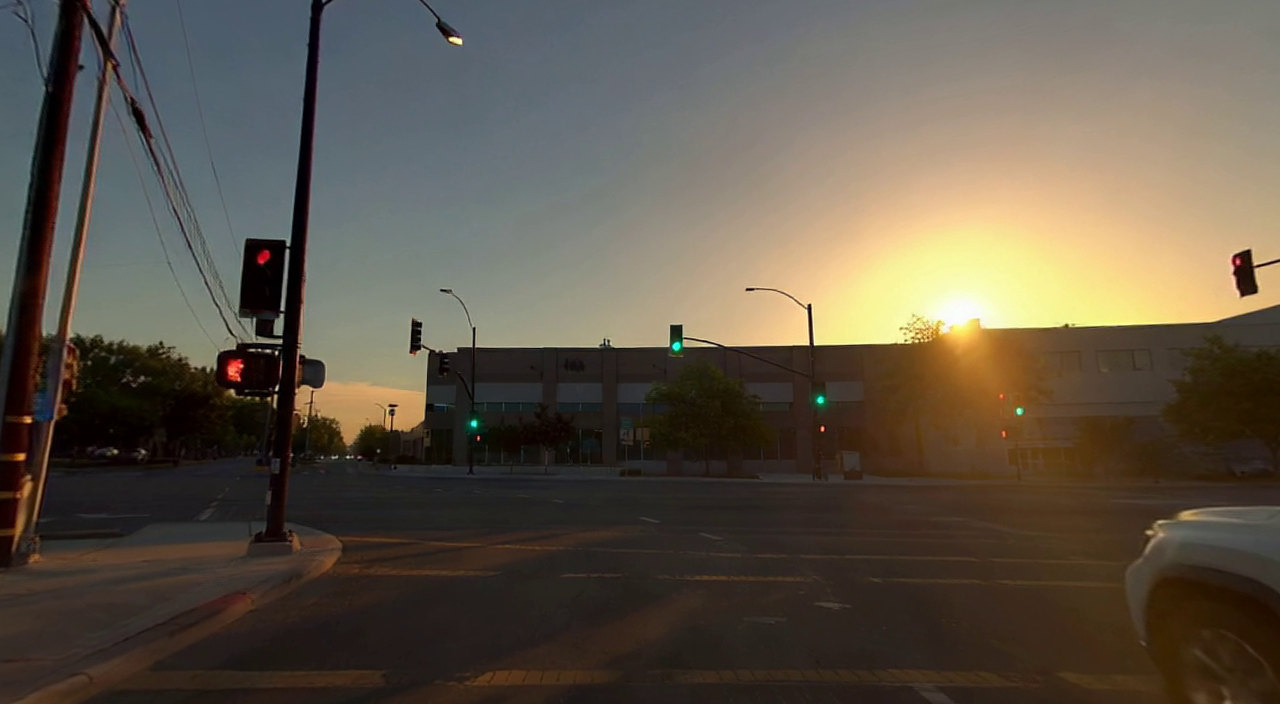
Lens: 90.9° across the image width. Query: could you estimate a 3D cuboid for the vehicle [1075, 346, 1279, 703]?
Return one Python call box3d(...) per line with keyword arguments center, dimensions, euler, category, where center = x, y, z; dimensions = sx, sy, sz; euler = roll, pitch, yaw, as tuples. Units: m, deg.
box3d(center=(3.074, 0.634, 0.935), dimensions=(1.938, 1.648, 4.211), euler=(-1, -8, 2), category="vehicle")
